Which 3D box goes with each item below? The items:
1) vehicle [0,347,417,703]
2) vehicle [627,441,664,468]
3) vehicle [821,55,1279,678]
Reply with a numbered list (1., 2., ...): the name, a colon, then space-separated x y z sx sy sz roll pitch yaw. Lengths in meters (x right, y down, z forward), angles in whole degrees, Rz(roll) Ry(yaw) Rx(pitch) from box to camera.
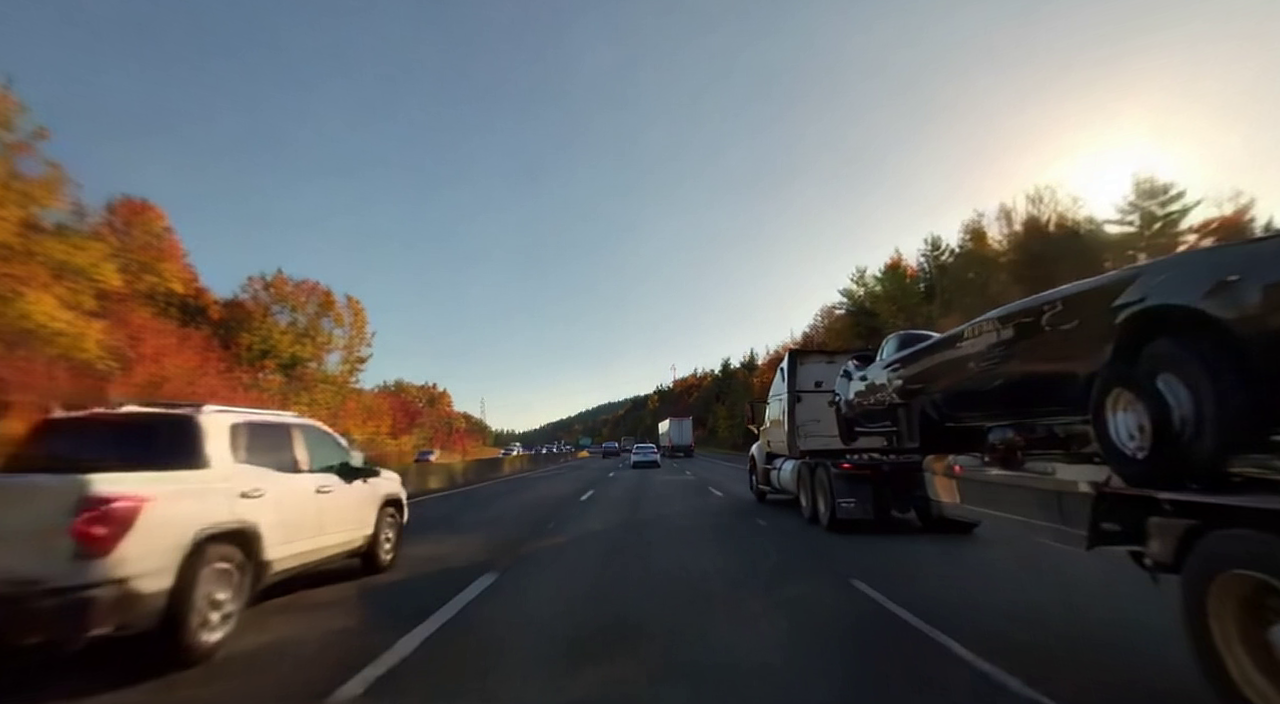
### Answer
1. vehicle: -3.553 1.122 4.543 2.077 1.669 4.739 0 -8 1
2. vehicle: 0.329 6.155 38.011 2.152 1.484 4.211 0 -8 1
3. vehicle: 4.956 0.325 5.014 3.150 3.257 13.098 0 -8 0
